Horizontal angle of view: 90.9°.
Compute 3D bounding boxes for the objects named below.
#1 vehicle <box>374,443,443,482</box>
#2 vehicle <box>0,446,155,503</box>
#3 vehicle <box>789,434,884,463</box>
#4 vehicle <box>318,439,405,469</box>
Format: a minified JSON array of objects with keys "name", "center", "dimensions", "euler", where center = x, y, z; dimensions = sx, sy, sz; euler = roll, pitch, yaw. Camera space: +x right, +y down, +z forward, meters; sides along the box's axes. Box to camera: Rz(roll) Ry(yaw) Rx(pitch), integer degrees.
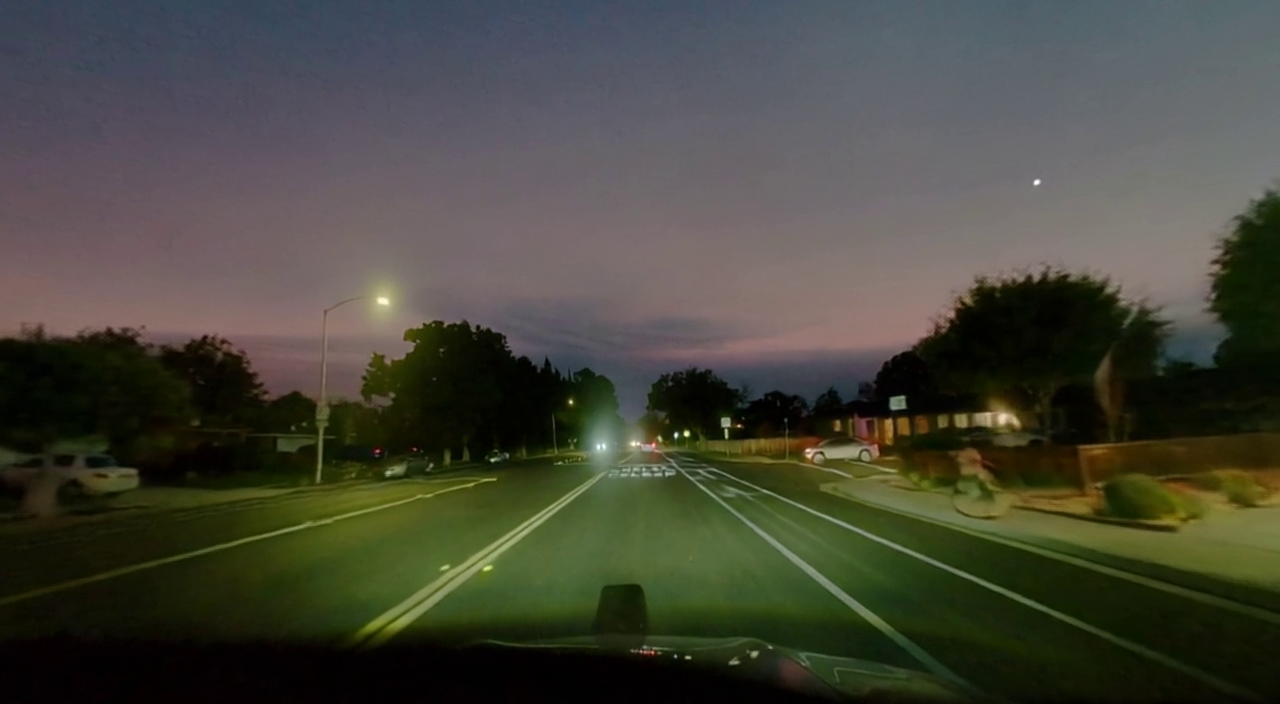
[{"name":"vehicle","center":[-12.442,5.938,34.174],"dimensions":[1.965,1.653,4.488],"euler":[-3,-6,1]},{"name":"vehicle","center":[-18.236,3.733,19.436],"dimensions":[4.717,1.605,2.074],"euler":[0,-8,-3]},{"name":"vehicle","center":[10.989,5.444,35.630],"dimensions":[4.818,1.525,2.163],"euler":[-2,-8,9]},{"name":"vehicle","center":[-19.597,7.179,44.551],"dimensions":[4.969,1.995,2.462],"euler":[0,-8,0]}]
